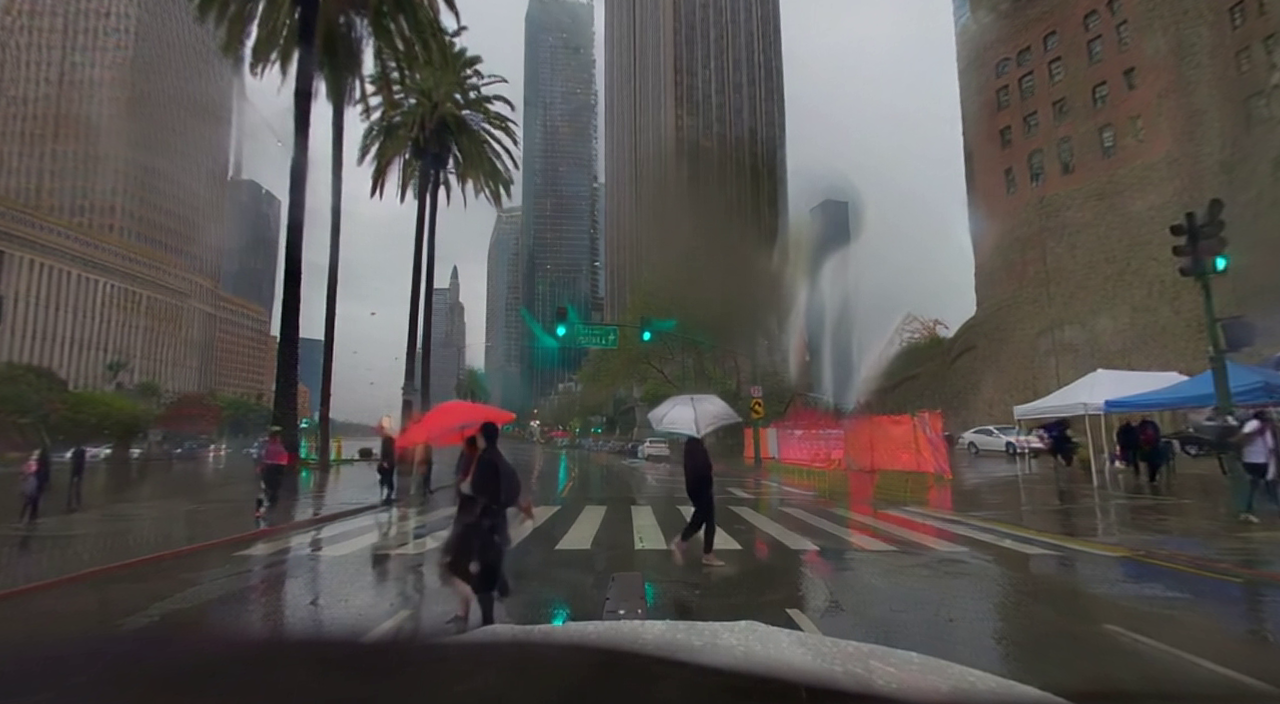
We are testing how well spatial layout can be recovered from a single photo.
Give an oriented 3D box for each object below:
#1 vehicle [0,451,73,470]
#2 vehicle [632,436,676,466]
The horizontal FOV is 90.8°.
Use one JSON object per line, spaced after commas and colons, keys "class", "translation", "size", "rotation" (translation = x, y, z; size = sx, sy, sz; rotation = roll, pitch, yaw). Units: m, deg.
{"class": "vehicle", "translation": [-46.209, 8.170, 47.594], "size": [2.121, 1.294, 5.167], "rotation": [0, -8, 1]}
{"class": "vehicle", "translation": [0.932, 7.288, 46.538], "size": [2.322, 2.071, 5.366], "rotation": [1, -9, -9]}
